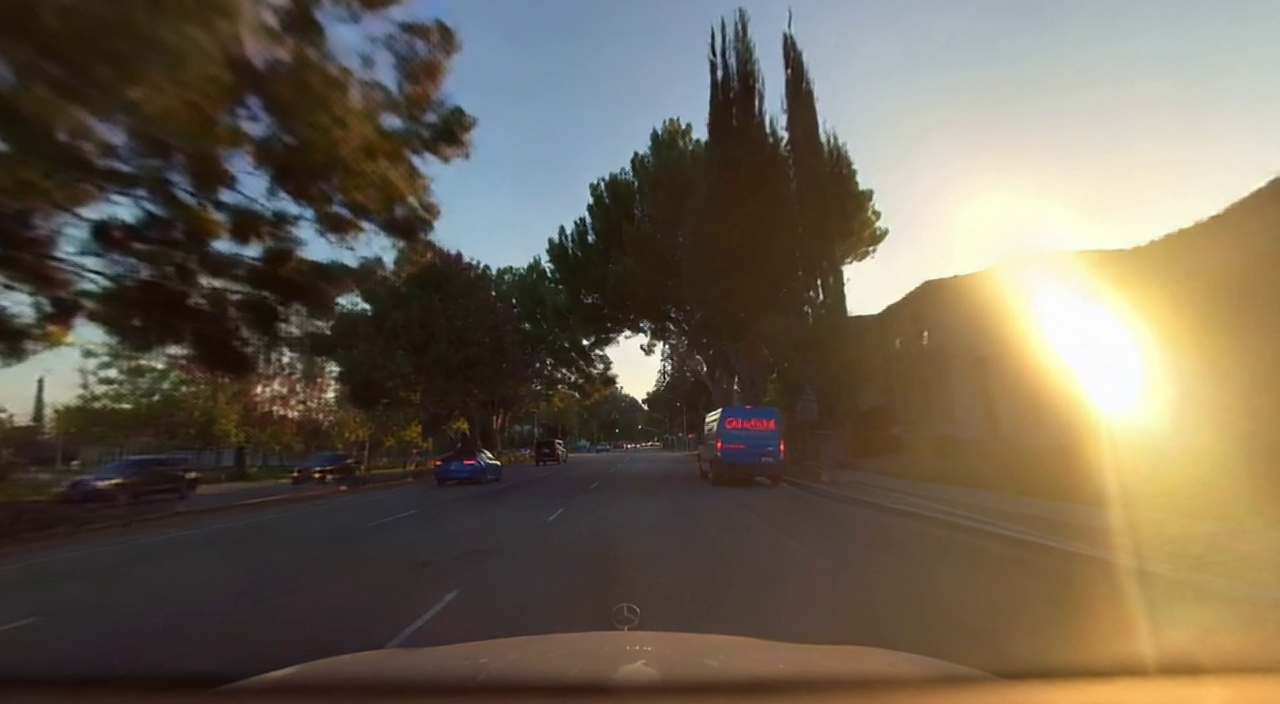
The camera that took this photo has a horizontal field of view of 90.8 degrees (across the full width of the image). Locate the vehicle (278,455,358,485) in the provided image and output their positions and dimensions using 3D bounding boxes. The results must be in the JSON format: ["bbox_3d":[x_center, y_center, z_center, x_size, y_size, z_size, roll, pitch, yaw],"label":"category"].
[{"bbox_3d":[-18.019,6.584,35.611,1.974,1.525,4.738,0,-9,0],"label":"vehicle"}]

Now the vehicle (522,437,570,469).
[{"bbox_3d":[-6.343,6.914,43.426,2.332,2.039,5.678,-1,-9,1],"label":"vehicle"}]

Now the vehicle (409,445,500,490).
[{"bbox_3d":[-6.653,4.201,23.223,1.970,1.456,4.441,0,-9,1],"label":"vehicle"}]

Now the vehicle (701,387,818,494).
[{"bbox_3d":[3.640,2.900,20.440,2.791,3.026,4.668,0,-9,0],"label":"vehicle"}]

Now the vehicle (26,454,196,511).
[{"bbox_3d":[-17.875,4.375,21.726,1.945,1.702,4.438,-1,-9,0],"label":"vehicle"}]

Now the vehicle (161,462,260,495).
[{"bbox_3d":[-21.697,6.374,32.155,1.832,1.443,4.614,0,-9,-1],"label":"vehicle"}]
